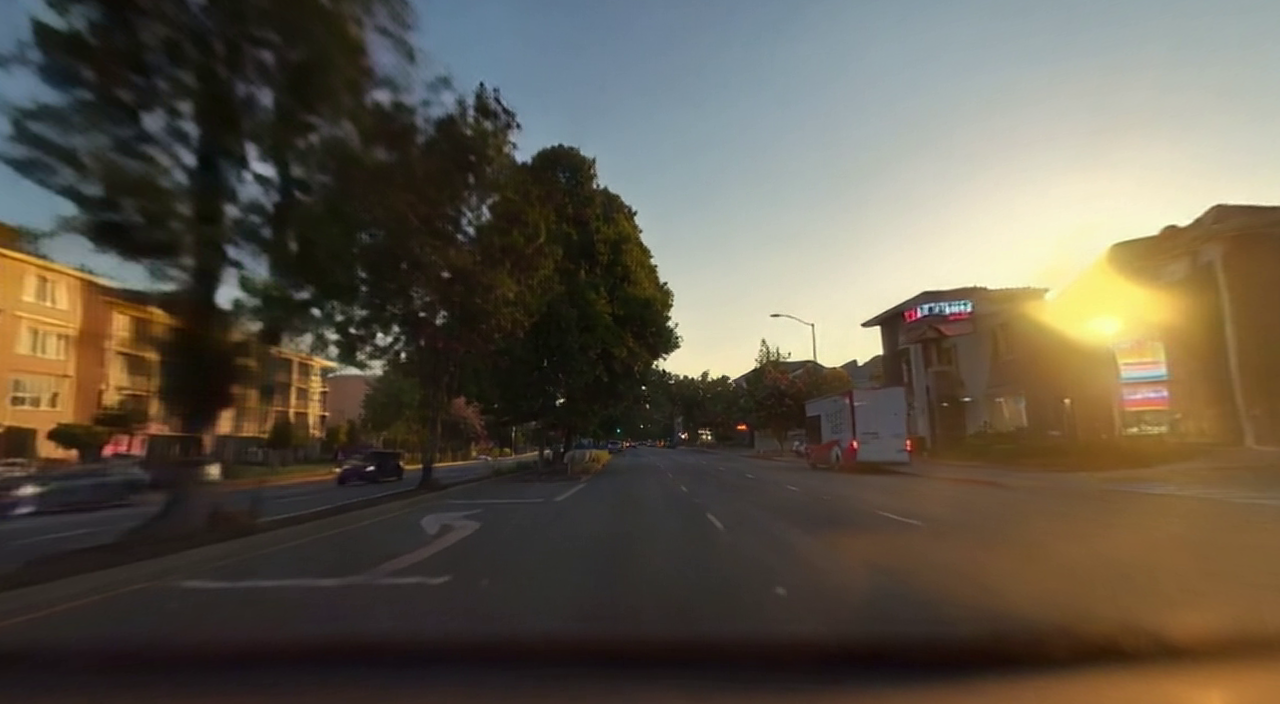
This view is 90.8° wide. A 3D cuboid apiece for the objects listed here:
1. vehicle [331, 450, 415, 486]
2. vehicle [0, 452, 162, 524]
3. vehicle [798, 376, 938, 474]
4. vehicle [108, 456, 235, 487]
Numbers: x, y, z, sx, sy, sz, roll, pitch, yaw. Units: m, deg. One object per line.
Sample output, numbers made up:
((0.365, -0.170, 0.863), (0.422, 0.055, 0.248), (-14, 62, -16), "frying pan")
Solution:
((-11.942, 5.195, 28.654), (1.901, 1.465, 4.604), (0, -8, -1), "vehicle")
((-14.700, 3.337, 15.692), (1.841, 1.543, 4.680), (-2, -10, 2), "vehicle")
((9.994, 3.509, 29.136), (3.174, 3.794, 9.019), (-1, -9, 1), "vehicle")
((-24.466, 6.247, 33.216), (4.862, 1.510, 2.027), (2, -9, -12), "vehicle")
